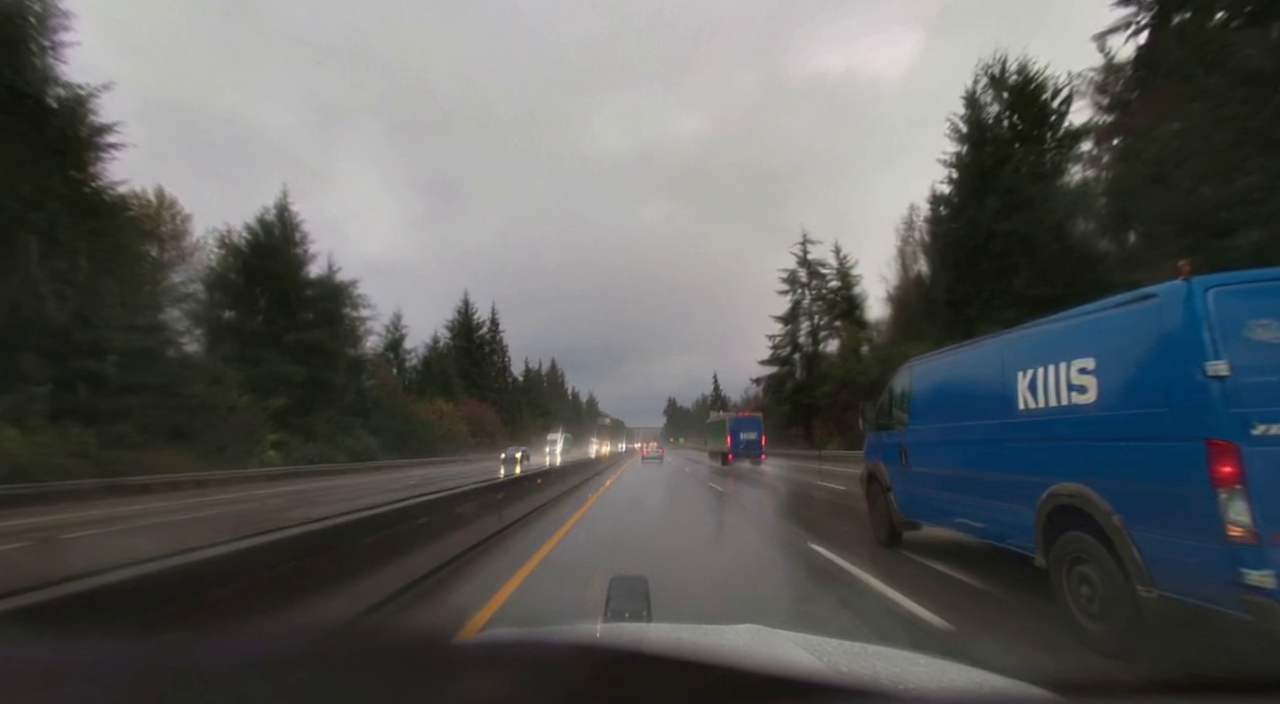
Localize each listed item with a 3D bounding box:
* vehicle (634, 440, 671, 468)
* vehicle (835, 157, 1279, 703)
[{"bbox_3d":[0.777,6.182,38.377,2.121,1.590,4.434,0,-8,1],"label":"vehicle"},{"bbox_3d":[4.209,0.901,6.084,2.393,2.679,7.059,0,-8,0],"label":"vehicle"}]
